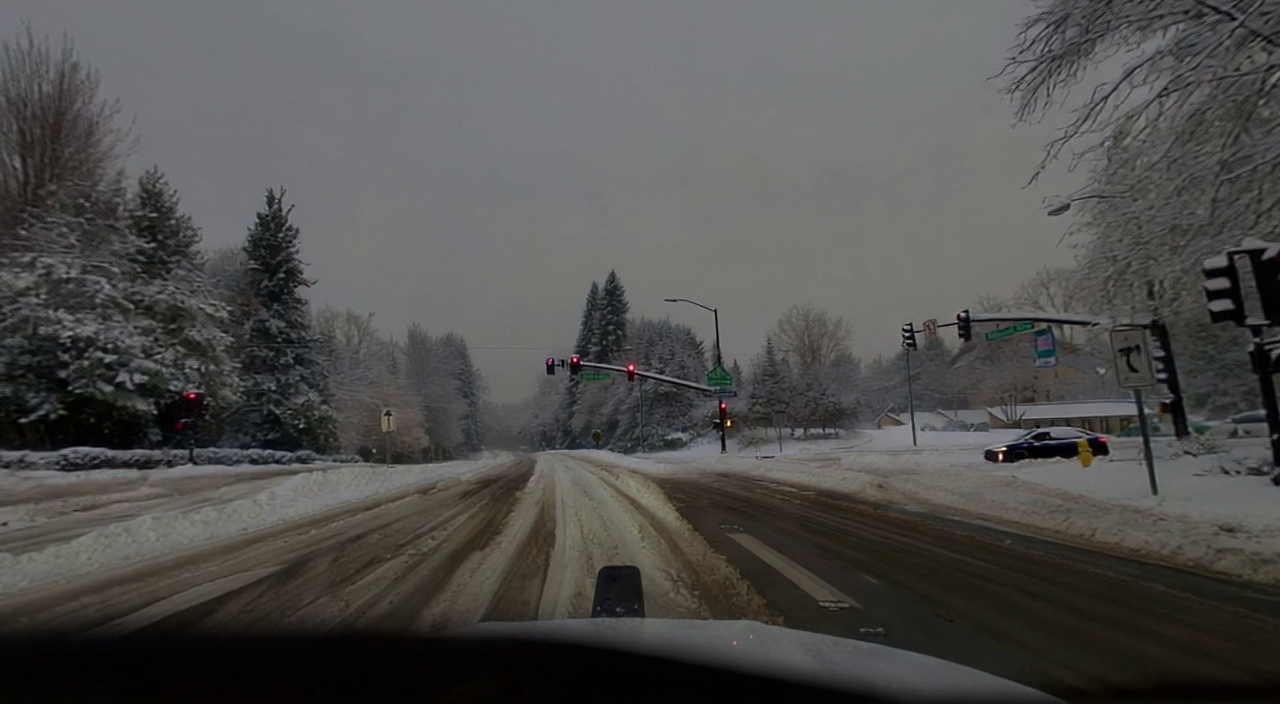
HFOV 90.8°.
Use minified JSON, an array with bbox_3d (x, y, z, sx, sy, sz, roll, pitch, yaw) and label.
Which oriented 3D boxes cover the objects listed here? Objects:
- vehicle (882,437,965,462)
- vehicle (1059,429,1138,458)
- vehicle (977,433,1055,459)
[{"bbox_3d":[18.691,6.431,41.619,5.234,1.549,1.982,4,-9,-24],"label":"vehicle"},{"bbox_3d":[36.115,7.205,49.712,6.148,2.119,2.473,4,-10,-28],"label":"vehicle"},{"bbox_3d":[26.949,6.734,45.268,5.032,1.828,2.183,4,-9,-24],"label":"vehicle"}]
